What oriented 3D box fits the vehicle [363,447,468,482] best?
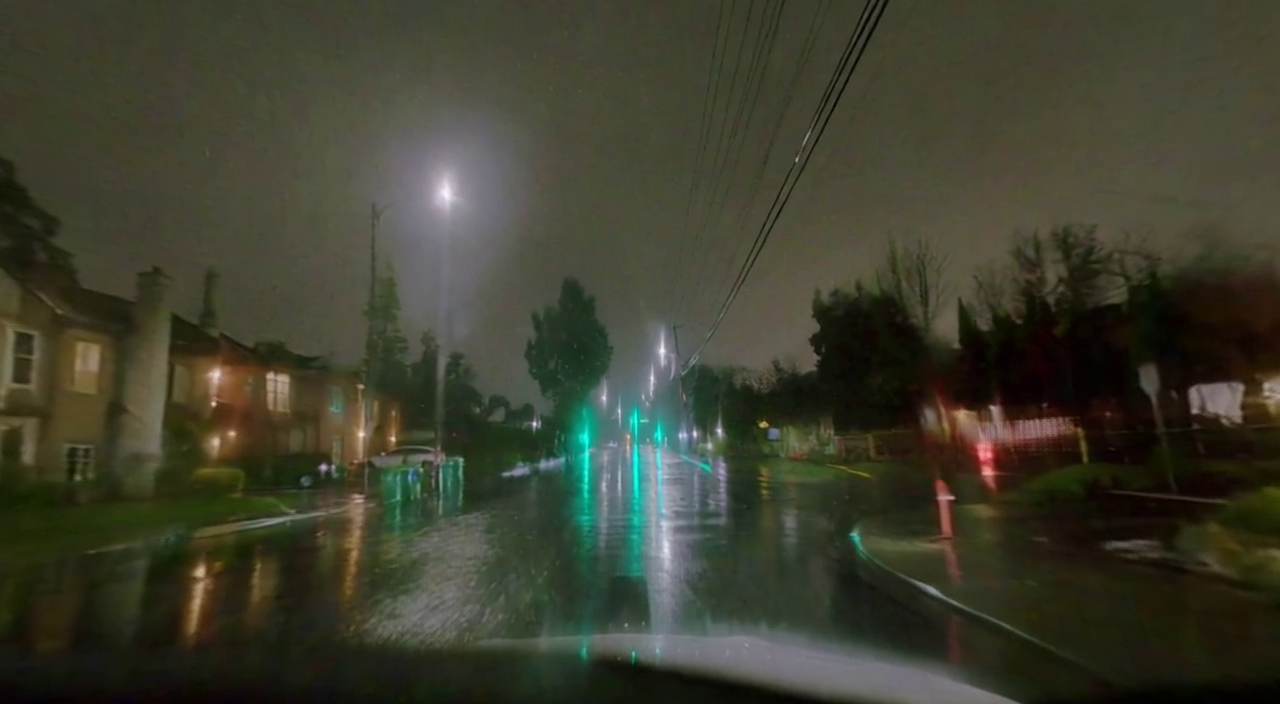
[{"bbox_3d":[-10.258,5.092,28.826,4.293,1.484,1.981,3,-9,-23],"label":"vehicle"}]

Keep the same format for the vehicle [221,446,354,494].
[{"bbox_3d":[-15.752,5.265,28.252,4.903,1.566,2.215,-7,-8,9],"label":"vehicle"}]
